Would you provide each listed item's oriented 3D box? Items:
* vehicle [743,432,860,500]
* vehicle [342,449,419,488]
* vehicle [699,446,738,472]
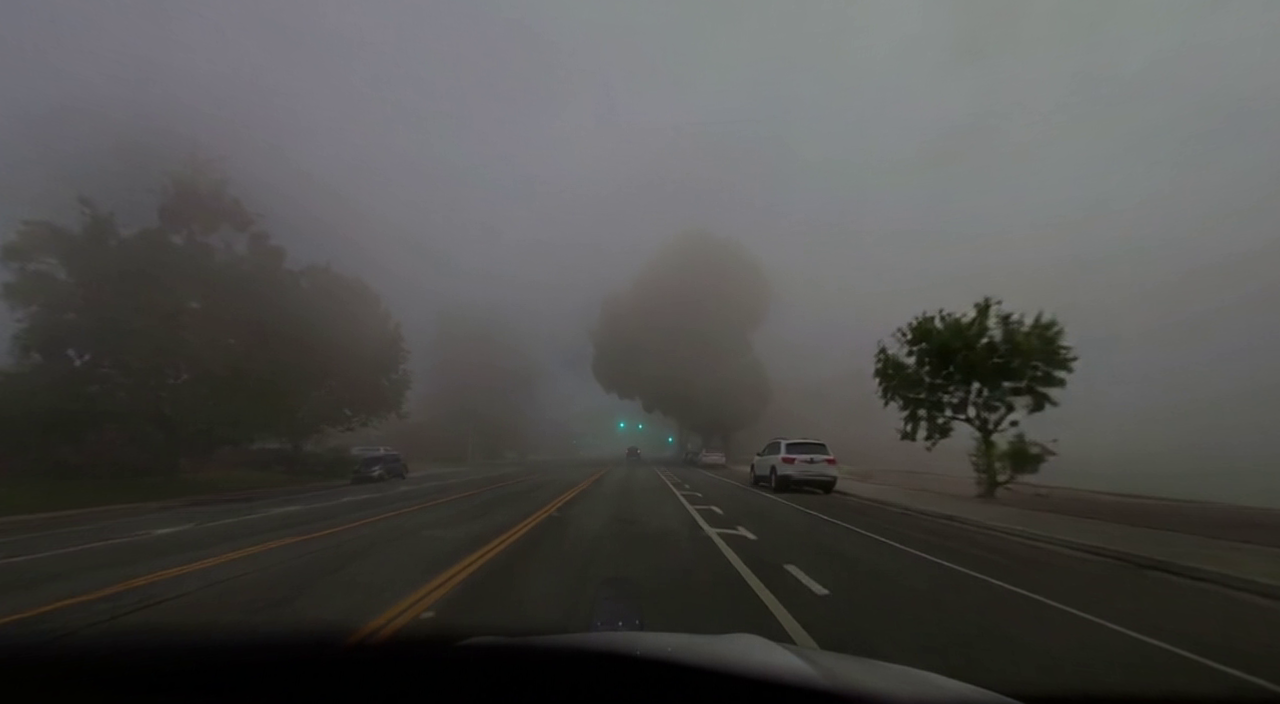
[{"bbox_3d":[4.721,3.411,19.326,2.180,1.782,4.790,0,-8,-1],"label":"vehicle"},{"bbox_3d":[-12.379,5.538,30.412,1.939,1.537,4.197,-3,-7,0],"label":"vehicle"},{"bbox_3d":[4.774,6.548,38.901,1.875,1.540,3.402,0,-8,-1],"label":"vehicle"}]
